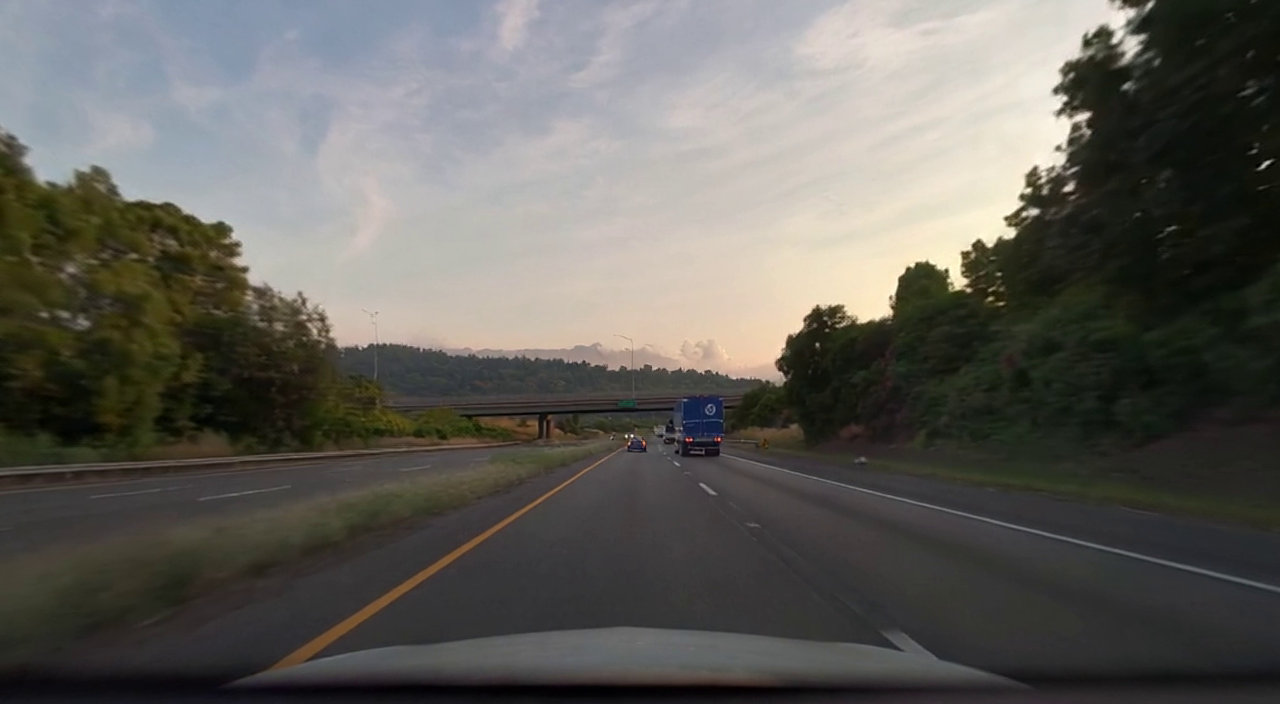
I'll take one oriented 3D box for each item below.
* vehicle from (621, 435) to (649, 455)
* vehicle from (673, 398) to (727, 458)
[{"bbox_3d":[-0.361,6.754,45.968,1.996,1.325,4.029,0,-8,0],"label":"vehicle"},{"bbox_3d":[3.602,4.654,38.563,2.913,3.491,2.811,0,-8,-1],"label":"vehicle"}]
